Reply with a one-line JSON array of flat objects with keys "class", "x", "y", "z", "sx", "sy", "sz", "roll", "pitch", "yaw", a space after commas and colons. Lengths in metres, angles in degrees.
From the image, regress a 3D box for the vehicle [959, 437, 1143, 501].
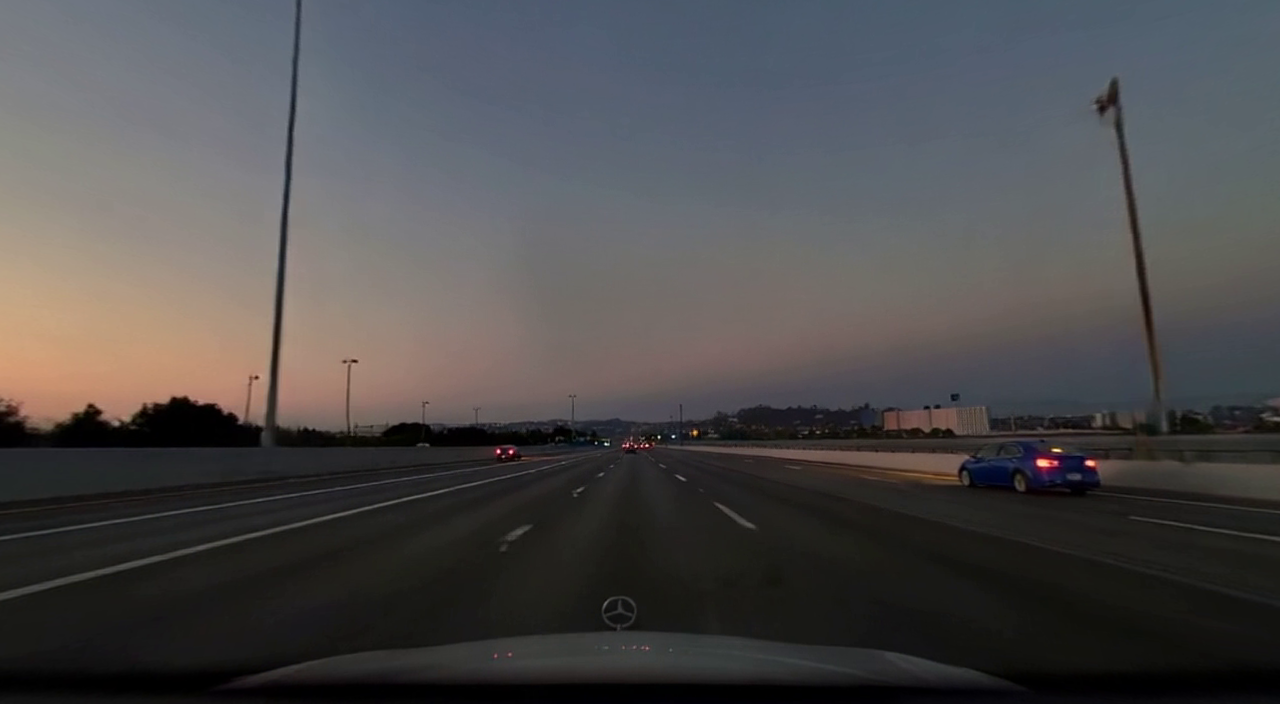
[{"class": "vehicle", "x": 10.996, "y": 3.141, "z": 17.419, "sx": 1.985, "sy": 1.493, "sz": 4.486, "roll": 0, "pitch": -9, "yaw": -1}]
